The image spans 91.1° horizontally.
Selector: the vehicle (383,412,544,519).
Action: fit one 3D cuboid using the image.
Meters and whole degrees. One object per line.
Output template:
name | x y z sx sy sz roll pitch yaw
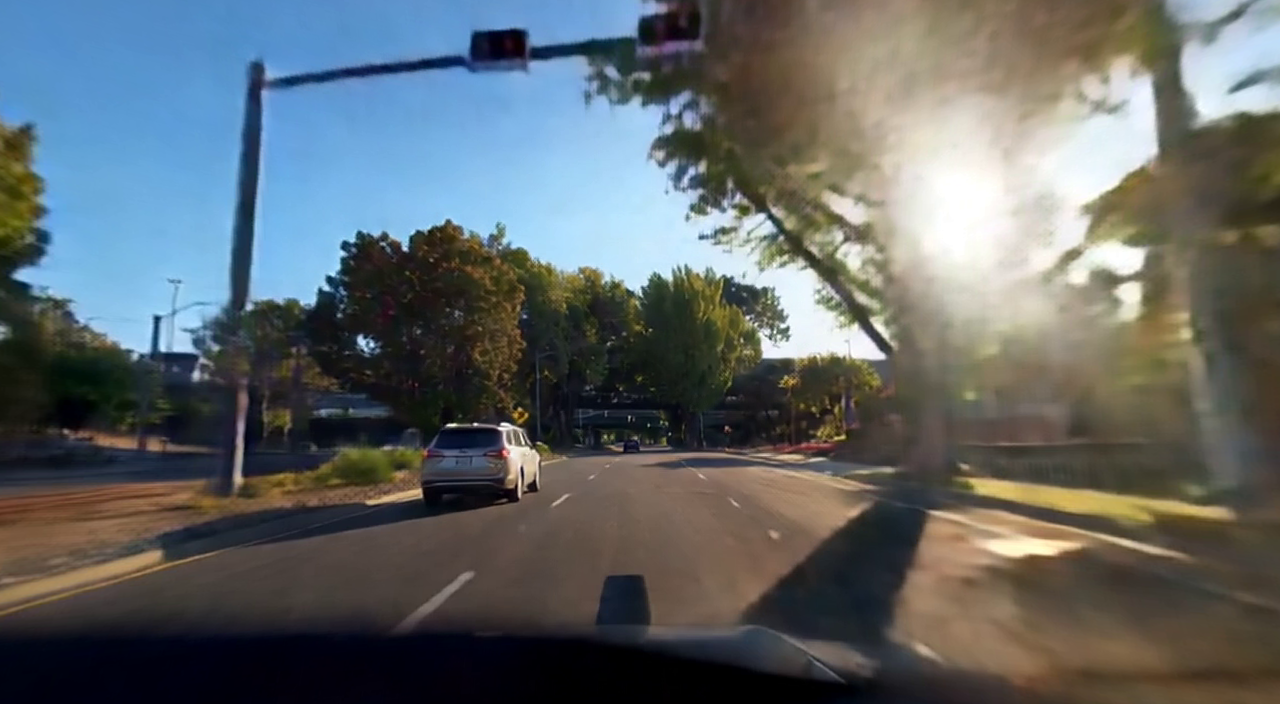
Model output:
vehicle | -3.203 2.157 12.415 1.882 1.704 4.335 -1 -8 1
